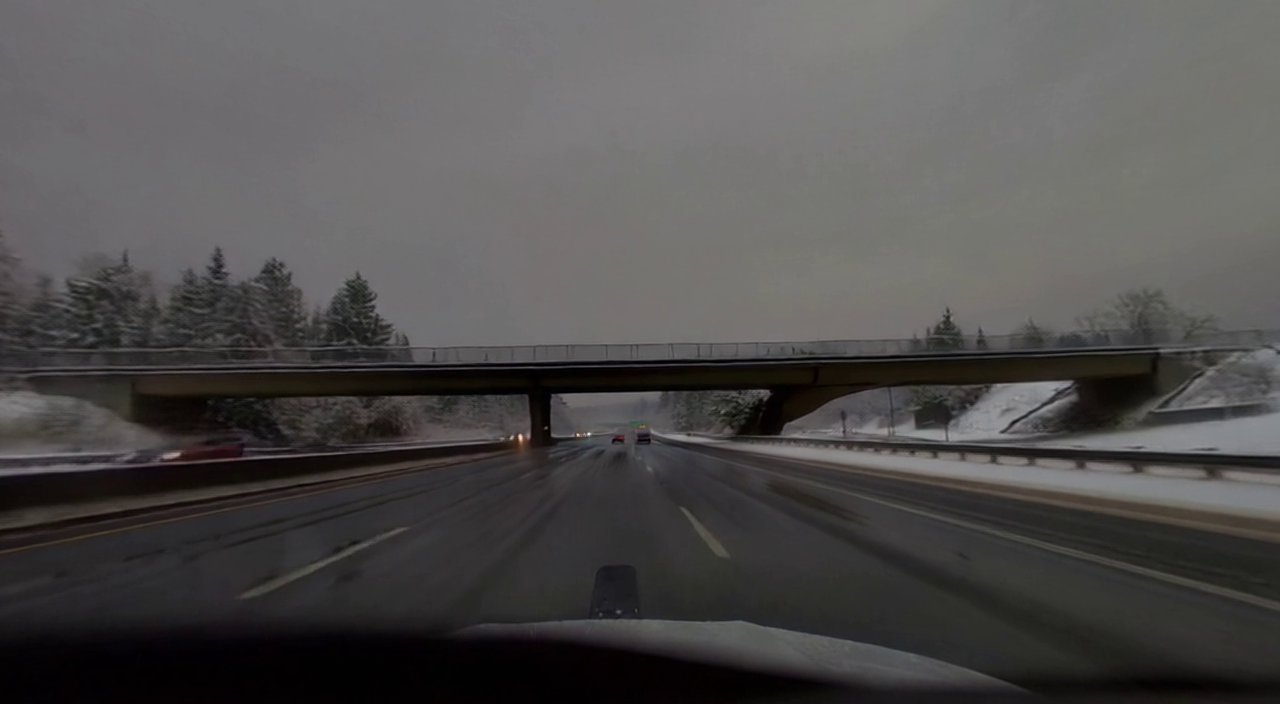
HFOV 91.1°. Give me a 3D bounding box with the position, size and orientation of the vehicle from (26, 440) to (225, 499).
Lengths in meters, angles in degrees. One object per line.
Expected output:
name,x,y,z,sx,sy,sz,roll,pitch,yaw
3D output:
vehicle,-14.640,3.321,18.368,1.969,1.473,4.711,0,-8,-2
